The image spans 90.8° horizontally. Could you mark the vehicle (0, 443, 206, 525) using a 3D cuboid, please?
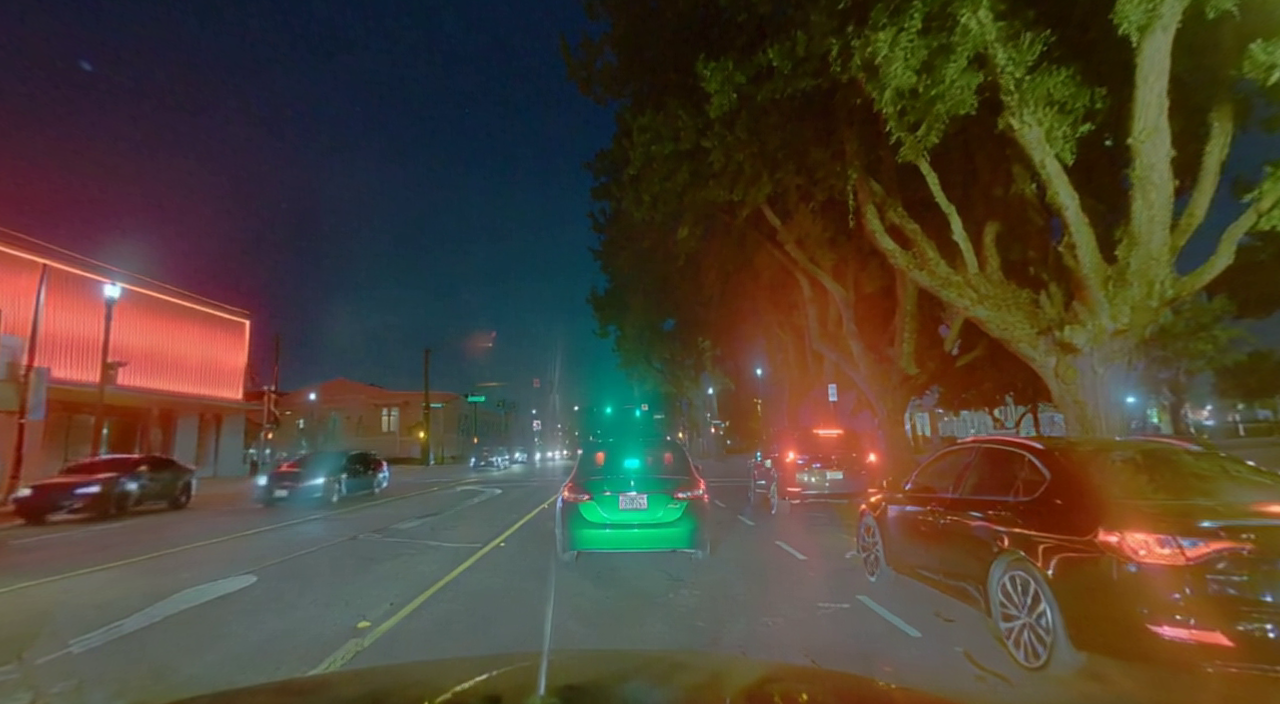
[{"bbox_3d":[-13.489,3.235,16.114,2.072,1.773,4.329,0,-9,-7],"label":"vehicle"}]

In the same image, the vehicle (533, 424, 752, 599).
[{"bbox_3d":[0.011,1.652,7.301,1.887,1.487,3.535,0,-9,0],"label":"vehicle"}]

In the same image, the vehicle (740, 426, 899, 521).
[{"bbox_3d":[3.534,2.479,13.418,2.025,1.660,4.263,0,-9,-1],"label":"vehicle"}]

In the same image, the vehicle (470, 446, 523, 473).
[{"bbox_3d":[-8.413,6.350,37.404,2.169,1.477,4.168,0,-9,0],"label":"vehicle"}]

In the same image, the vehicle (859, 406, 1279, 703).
[{"bbox_3d":[3.306,1.256,4.481,1.988,1.480,4.195,0,-9,0],"label":"vehicle"}]

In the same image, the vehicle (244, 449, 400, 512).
[{"bbox_3d":[-8.143,3.287,16.717,1.850,1.417,4.321,0,-9,0],"label":"vehicle"}]
